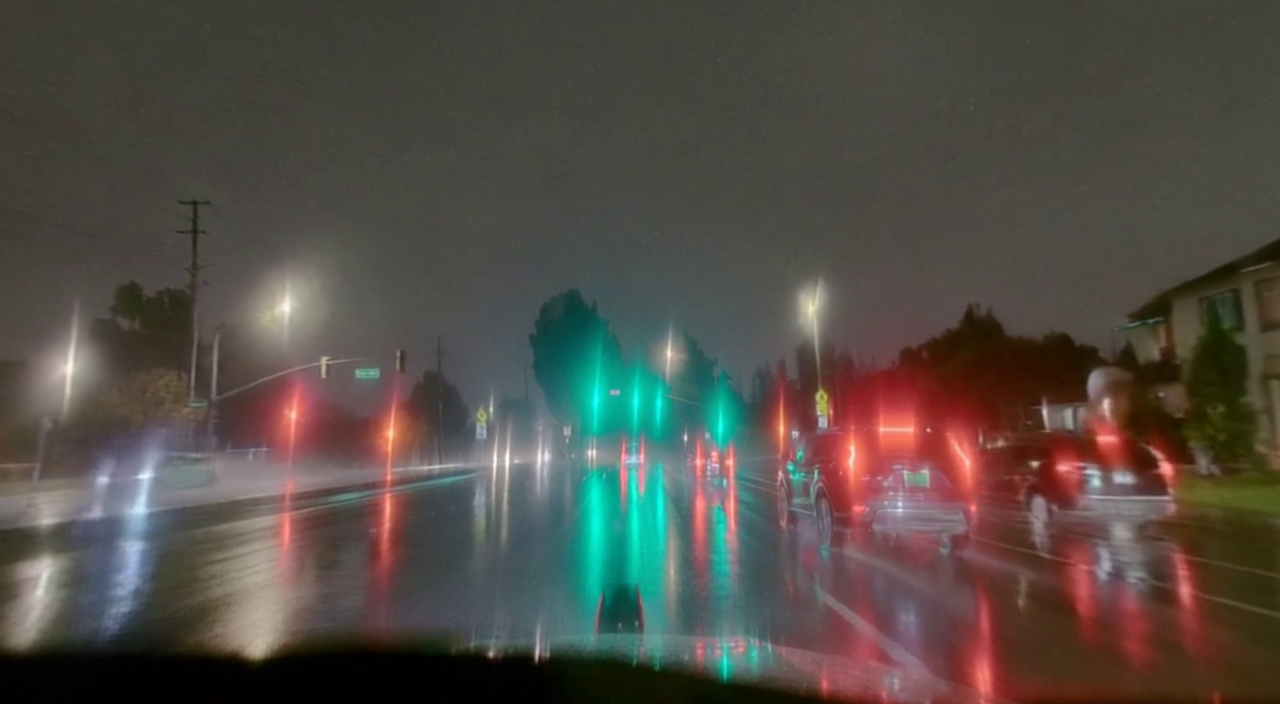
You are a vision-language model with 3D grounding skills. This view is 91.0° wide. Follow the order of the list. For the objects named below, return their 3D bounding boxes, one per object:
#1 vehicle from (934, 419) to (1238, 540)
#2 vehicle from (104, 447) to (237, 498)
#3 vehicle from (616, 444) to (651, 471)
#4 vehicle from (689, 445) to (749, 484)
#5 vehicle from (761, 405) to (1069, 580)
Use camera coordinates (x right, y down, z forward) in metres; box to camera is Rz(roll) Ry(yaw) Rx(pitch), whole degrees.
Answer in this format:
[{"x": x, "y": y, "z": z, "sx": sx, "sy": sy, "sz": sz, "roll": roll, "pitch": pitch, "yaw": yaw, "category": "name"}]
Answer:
[{"x": 7.635, "y": 2.223, "z": 11.591, "sx": 2.172, "sy": 1.745, "sz": 4.608, "roll": 0, "pitch": -9, "yaw": 0, "category": "vehicle"}, {"x": -18.844, "y": 4.817, "z": 25.587, "sx": 2.071, "sy": 1.746, "sz": 4.444, "roll": -3, "pitch": -9, "yaw": -1, "category": "vehicle"}, {"x": -0.467, "y": 6.844, "z": 41.070, "sx": 2.146, "sy": 1.685, "sz": 4.003, "roll": 0, "pitch": -9, "yaw": -1, "category": "vehicle"}, {"x": 3.141, "y": 4.554, "z": 25.738, "sx": 1.889, "sy": 1.451, "sz": 4.180, "roll": 0, "pitch": -9, "yaw": 0, "category": "vehicle"}, {"x": 3.243, "y": 1.771, "z": 8.763, "sx": 2.129, "sy": 1.761, "sz": 4.610, "roll": 0, "pitch": -9, "yaw": -1, "category": "vehicle"}]
